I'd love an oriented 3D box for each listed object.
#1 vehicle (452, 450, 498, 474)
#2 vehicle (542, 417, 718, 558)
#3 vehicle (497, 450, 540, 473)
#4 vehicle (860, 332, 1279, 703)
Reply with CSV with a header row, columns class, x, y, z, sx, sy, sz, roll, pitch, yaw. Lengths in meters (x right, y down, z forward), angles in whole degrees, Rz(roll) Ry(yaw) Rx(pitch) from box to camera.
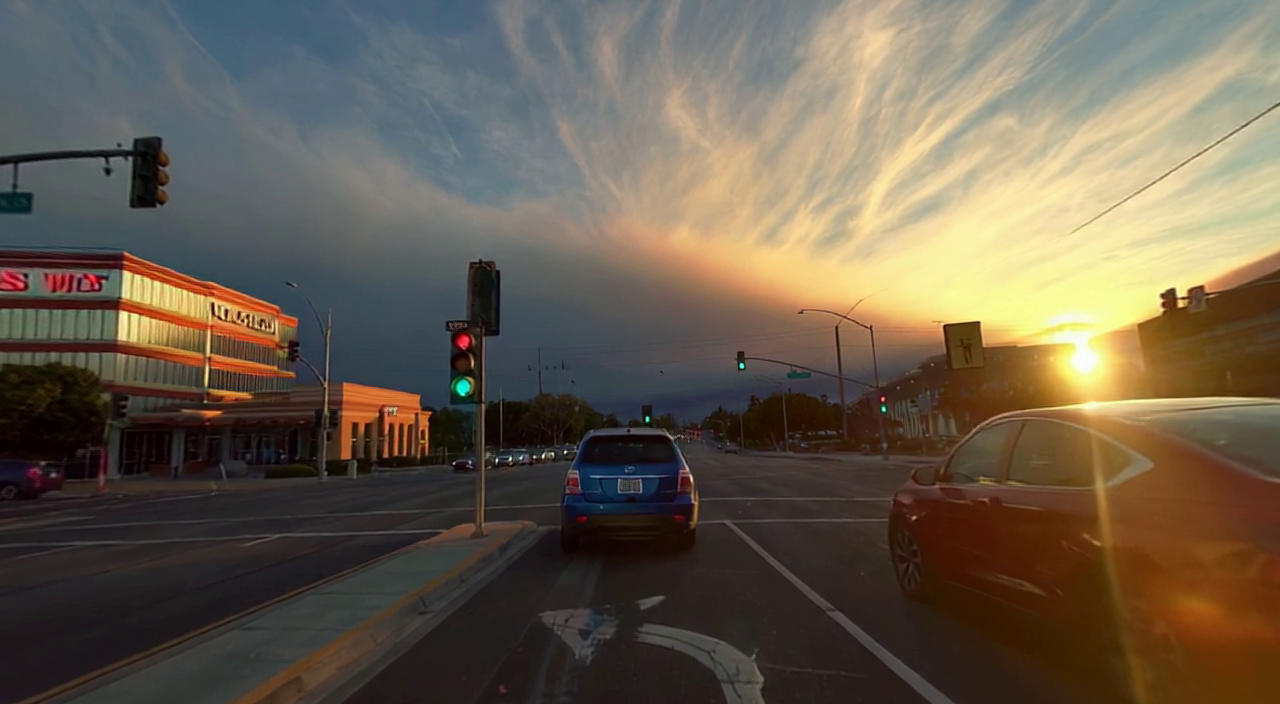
class,x,y,z,sx,sy,sz,roll,pitch,yaw
vehicle,-11.844,7.917,45.574,2.005,1.596,4.342,-1,-9,1
vehicle,-0.249,2.054,10.315,2.238,1.762,4.445,0,-9,-3
vehicle,-8.585,7.756,44.900,2.163,1.529,4.210,-1,-9,1
vehicle,3.212,1.046,3.972,2.040,1.674,4.455,0,-9,0
